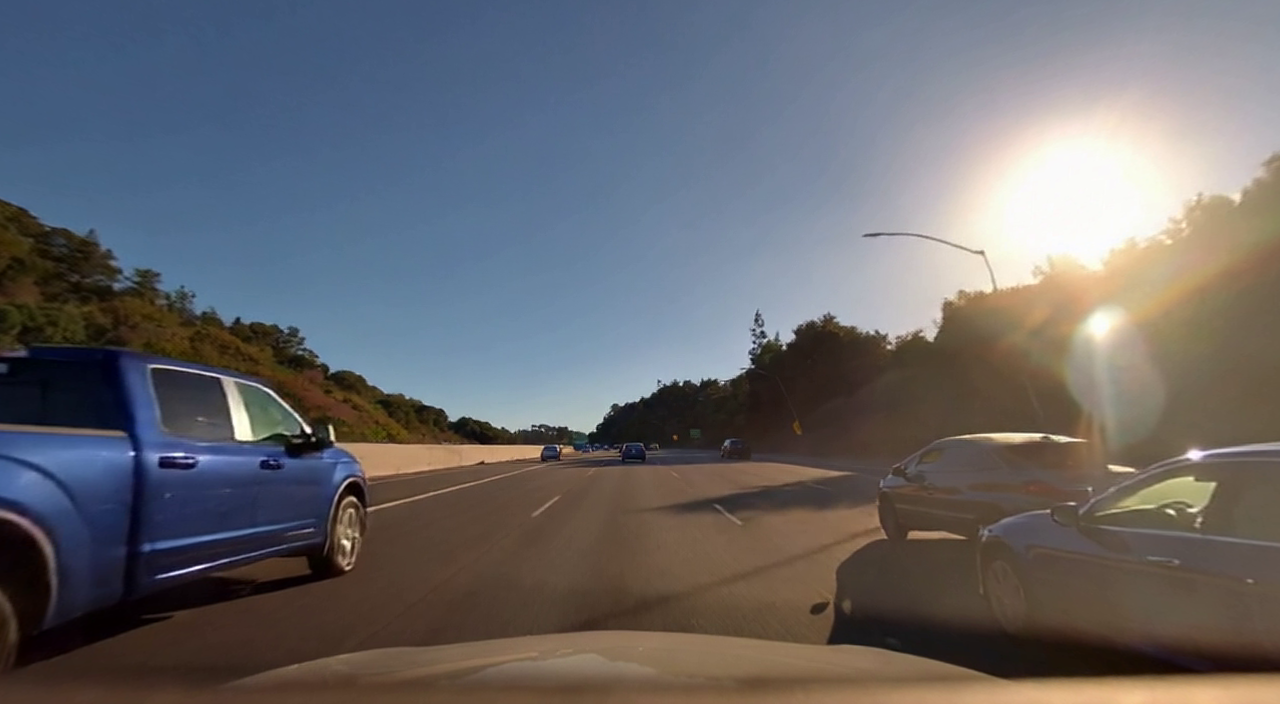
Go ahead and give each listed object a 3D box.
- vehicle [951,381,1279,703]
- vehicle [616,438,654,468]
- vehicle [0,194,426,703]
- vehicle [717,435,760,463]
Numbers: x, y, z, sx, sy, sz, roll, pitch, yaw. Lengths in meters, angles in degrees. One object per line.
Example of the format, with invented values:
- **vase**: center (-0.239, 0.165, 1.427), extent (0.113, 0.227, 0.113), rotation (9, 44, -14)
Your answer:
- **vehicle**: center (3.126, 0.808, 1.765), extent (2.072, 1.501, 4.694), rotation (0, -8, -1)
- **vehicle**: center (-0.330, 5.951, 37.355), extent (2.157, 1.642, 4.189), rotation (0, -8, -1)
- **vehicle**: center (-3.662, 0.758, 3.892), extent (2.592, 2.179, 6.034), rotation (0, -8, 0)
- **vehicle**: center (6.848, 6.843, 44.647), extent (2.103, 1.898, 5.310), rotation (0, -9, -1)
